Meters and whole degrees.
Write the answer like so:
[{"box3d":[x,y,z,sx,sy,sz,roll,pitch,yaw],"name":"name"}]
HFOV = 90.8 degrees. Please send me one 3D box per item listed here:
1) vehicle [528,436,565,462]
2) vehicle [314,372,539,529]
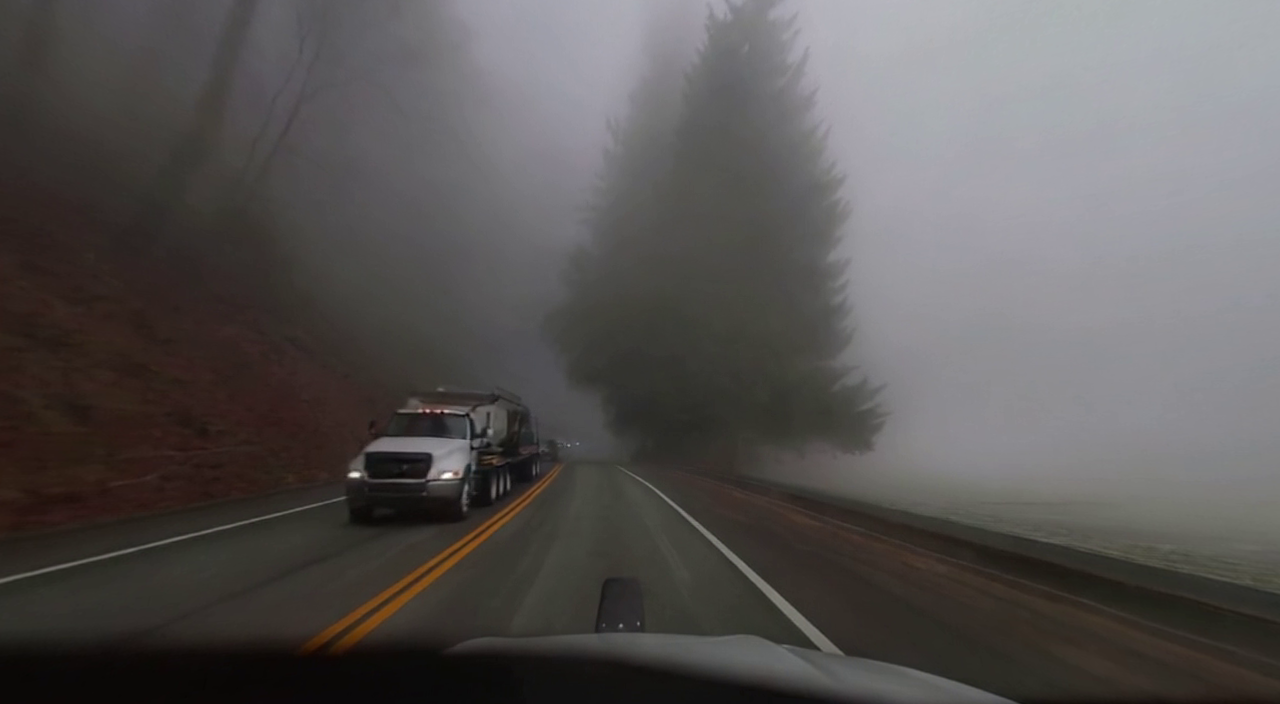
[{"box3d":[-6.526,6.841,44.578,2.096,1.705,4.352,0,-8,-2],"name":"vehicle"},{"box3d":[-4.191,2.252,14.821,2.939,2.556,8.664,1,-8,-5],"name":"vehicle"}]
